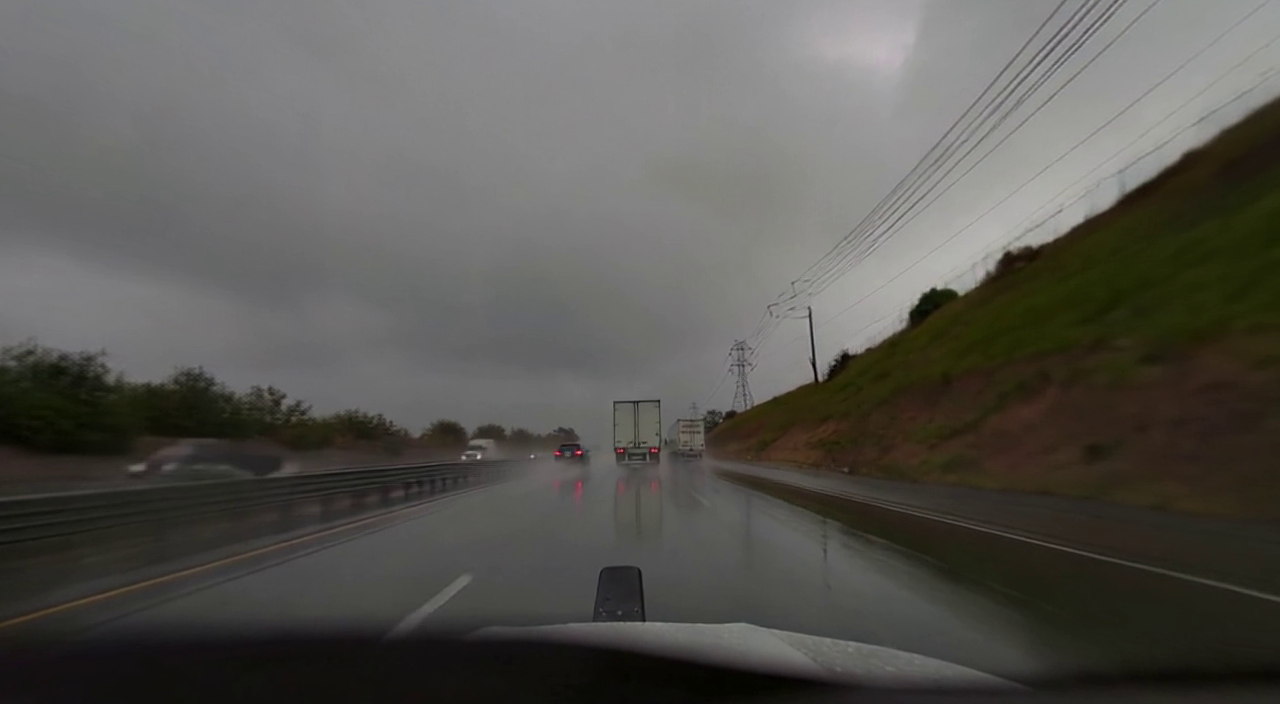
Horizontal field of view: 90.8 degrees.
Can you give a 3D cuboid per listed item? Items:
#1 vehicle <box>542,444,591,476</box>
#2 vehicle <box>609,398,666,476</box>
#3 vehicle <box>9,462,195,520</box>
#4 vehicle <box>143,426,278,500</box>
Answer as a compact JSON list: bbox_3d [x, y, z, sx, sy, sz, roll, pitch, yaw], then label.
[{"bbox_3d":[-4.079,6.064,35.686,2.170,1.657,4.573,0,-9,1],"label":"vehicle"},{"bbox_3d":[-0.065,5.273,38.362,2.985,4.025,10.982,0,-9,1],"label":"vehicle"},{"bbox_3d":[-17.053,4.387,20.402,1.870,1.513,4.752,0,-9,-1],"label":"vehicle"},{"bbox_3d":[-17.230,4.470,25.681,2.348,2.689,4.216,0,-9,1],"label":"vehicle"}]
